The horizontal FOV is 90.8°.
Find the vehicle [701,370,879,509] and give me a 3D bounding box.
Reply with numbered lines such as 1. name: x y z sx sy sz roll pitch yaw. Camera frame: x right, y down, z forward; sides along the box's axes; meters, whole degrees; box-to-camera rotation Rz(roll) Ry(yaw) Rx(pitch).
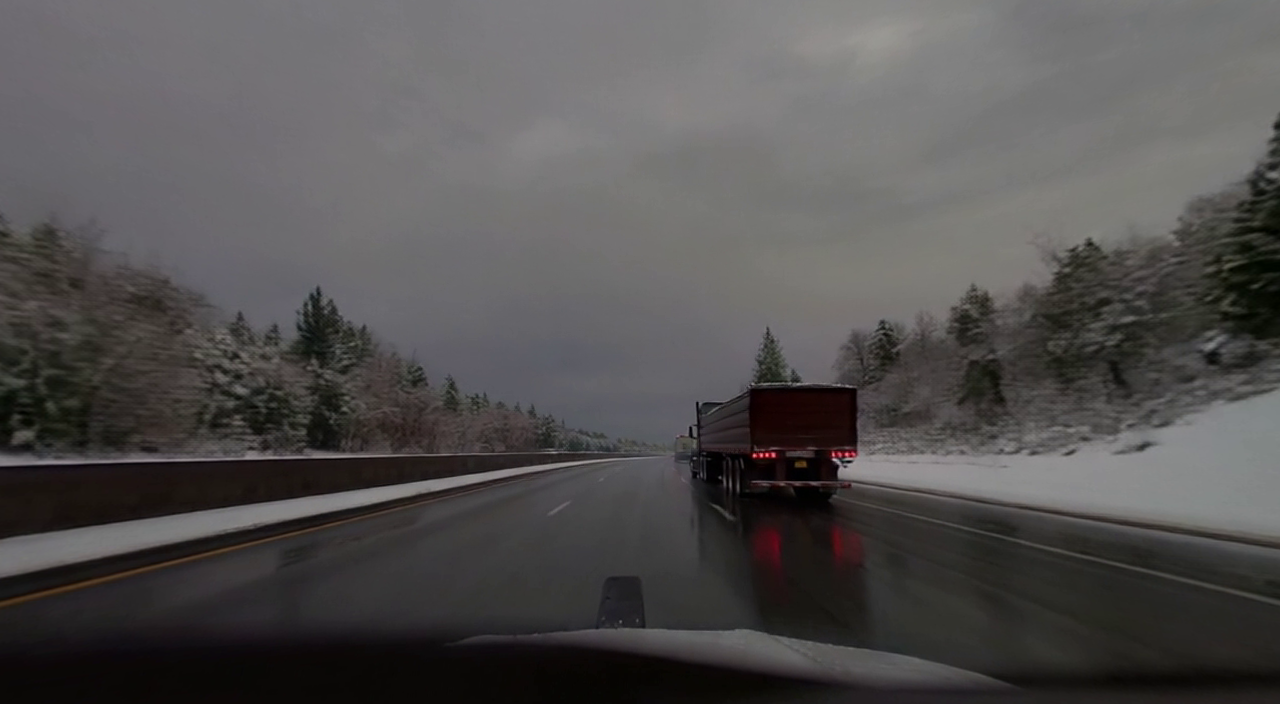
1. vehicle: 4.363 3.242 22.633 2.868 3.427 14.032 0 -9 0
